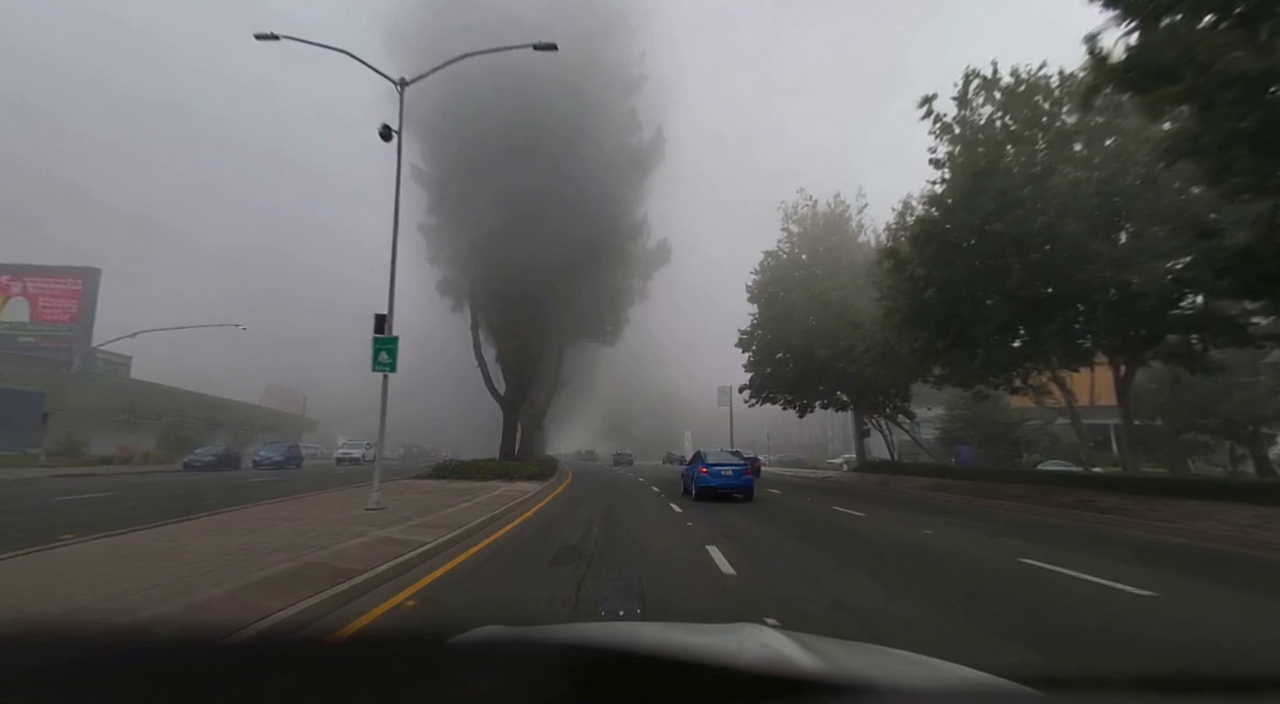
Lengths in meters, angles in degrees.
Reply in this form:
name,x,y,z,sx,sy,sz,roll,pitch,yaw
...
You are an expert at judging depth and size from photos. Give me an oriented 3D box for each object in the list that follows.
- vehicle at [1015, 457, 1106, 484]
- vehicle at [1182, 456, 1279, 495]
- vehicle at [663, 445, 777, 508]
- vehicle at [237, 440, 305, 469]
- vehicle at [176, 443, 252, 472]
name,x,y,z,sx,sy,sz,roll,pitch,yaw
vehicle,28.172,7.934,42.376,1.905,1.561,4.816,3,-9,-18
vehicle,32.027,6.512,33.410,4.883,1.887,2.293,2,-9,-13
vehicle,1.957,3.235,16.883,2.256,1.451,4.313,1,-9,-3
vehicle,-25.214,7.014,43.219,1.982,1.811,4.730,1,-9,-3
vehicle,-24.968,6.190,37.083,1.689,1.595,4.293,1,-9,-4
